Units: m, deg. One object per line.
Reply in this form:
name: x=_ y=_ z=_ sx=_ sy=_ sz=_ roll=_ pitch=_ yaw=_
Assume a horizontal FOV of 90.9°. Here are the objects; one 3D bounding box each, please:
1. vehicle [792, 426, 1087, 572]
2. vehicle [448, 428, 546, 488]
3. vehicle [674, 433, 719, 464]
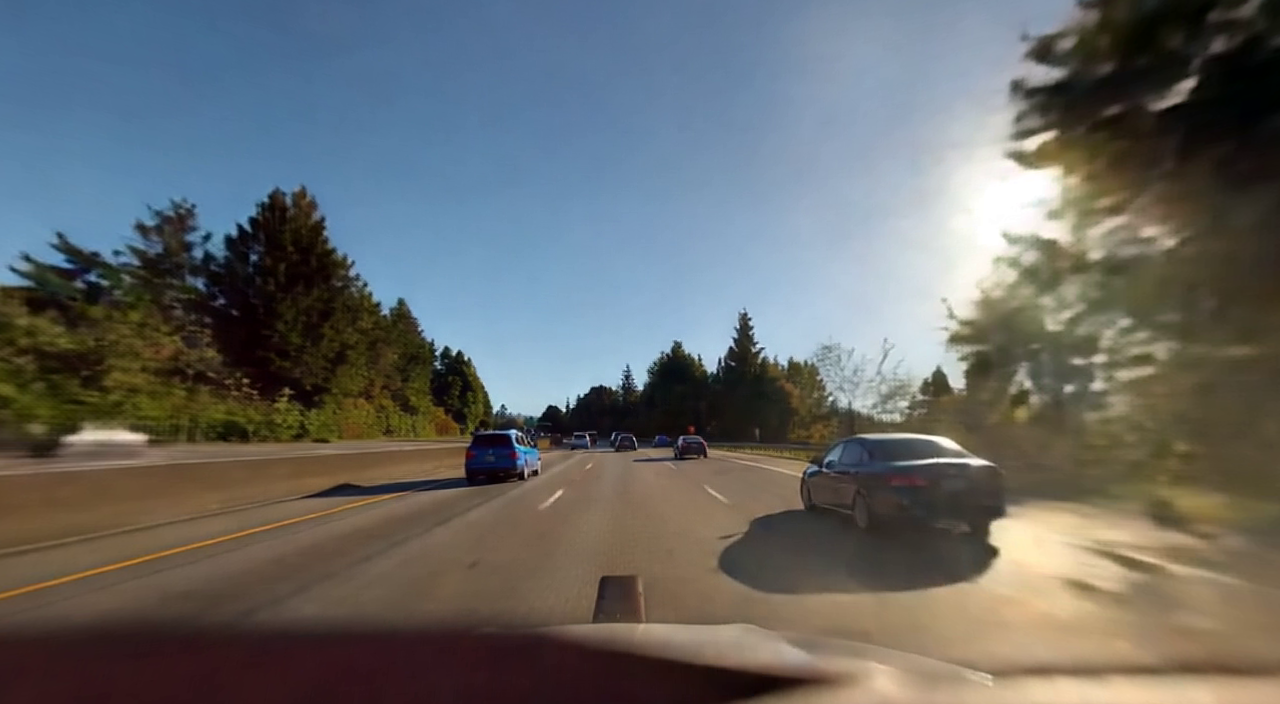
vehicle: x=3.590 y=1.781 z=8.526 sx=1.986 sy=1.488 sz=3.867 roll=0 pitch=-8 yaw=-2
vehicle: x=-4.029 y=3.032 z=18.462 sx=1.941 sy=1.529 sz=4.111 roll=0 pitch=-8 yaw=-1
vehicle: x=2.967 y=5.151 z=33.791 sx=1.883 sy=1.536 sz=3.792 roll=0 pitch=-8 yaw=-3
